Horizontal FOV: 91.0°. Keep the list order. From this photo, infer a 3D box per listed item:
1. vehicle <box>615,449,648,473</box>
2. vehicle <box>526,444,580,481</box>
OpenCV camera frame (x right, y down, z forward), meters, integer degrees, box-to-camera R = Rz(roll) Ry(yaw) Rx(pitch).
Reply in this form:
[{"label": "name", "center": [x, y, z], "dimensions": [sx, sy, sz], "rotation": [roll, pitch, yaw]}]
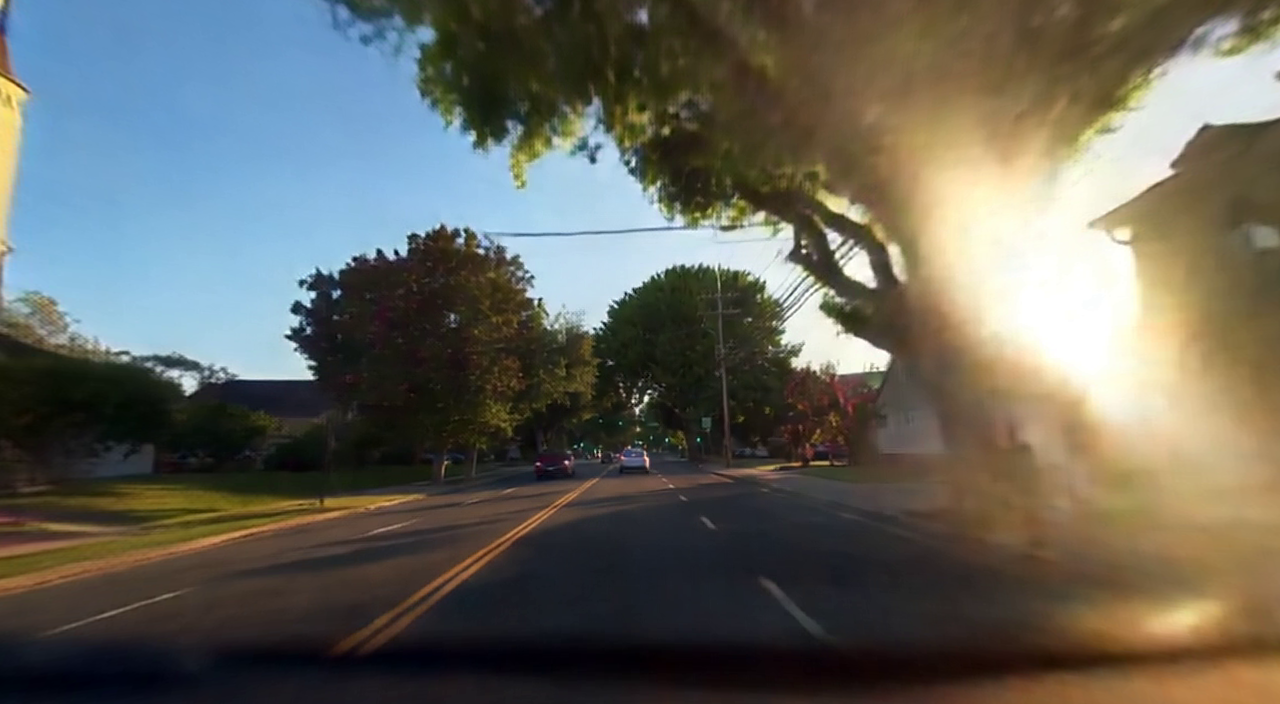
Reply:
[{"label": "vehicle", "center": [-0.550, 7.210, 41.860], "dimensions": [2.093, 1.497, 4.010], "rotation": [0, -9, -1]}, {"label": "vehicle", "center": [-4.766, 6.159, 35.365], "dimensions": [2.212, 1.906, 4.958], "rotation": [0, -9, 2]}]
